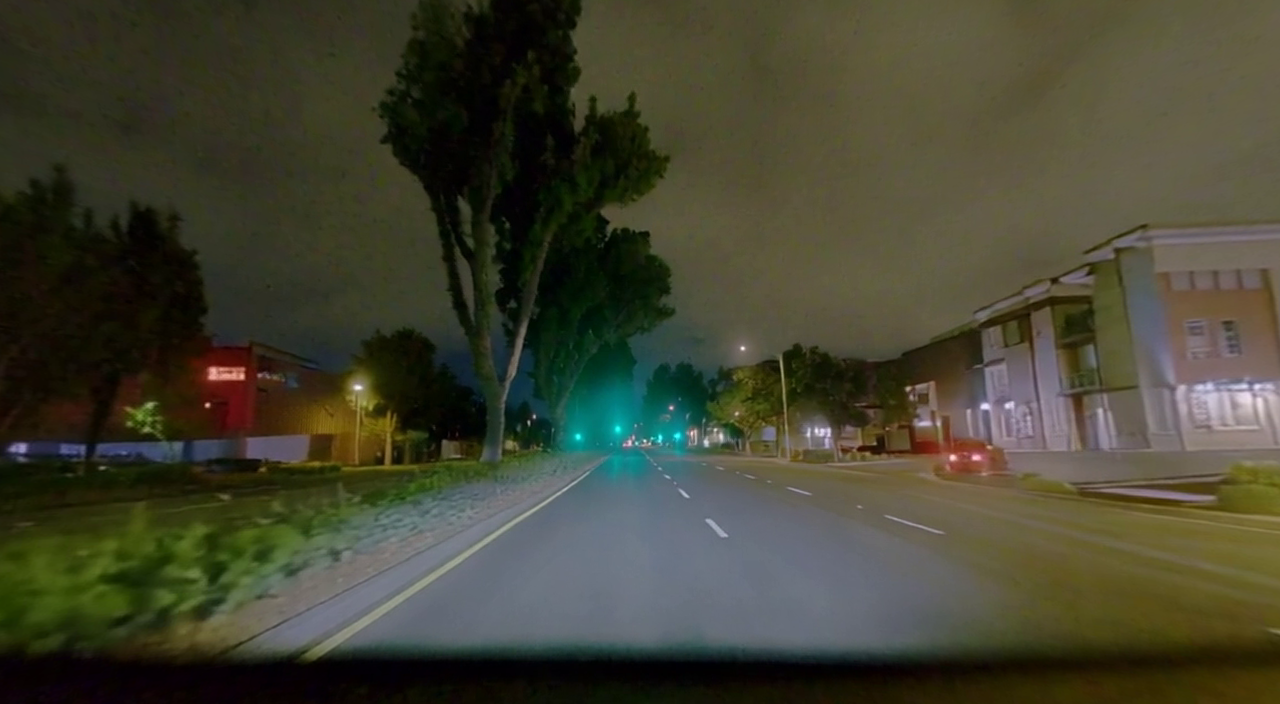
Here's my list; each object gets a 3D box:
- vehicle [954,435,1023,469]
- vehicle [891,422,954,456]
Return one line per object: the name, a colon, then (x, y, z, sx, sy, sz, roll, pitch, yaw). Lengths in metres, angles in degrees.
vehicle: (16.402, 4.676, 29.618, 1.930, 1.449, 4.473, -7, -11, 39)
vehicle: (22.076, 6.854, 49.692, 2.287, 2.462, 5.901, 0, -8, 1)
